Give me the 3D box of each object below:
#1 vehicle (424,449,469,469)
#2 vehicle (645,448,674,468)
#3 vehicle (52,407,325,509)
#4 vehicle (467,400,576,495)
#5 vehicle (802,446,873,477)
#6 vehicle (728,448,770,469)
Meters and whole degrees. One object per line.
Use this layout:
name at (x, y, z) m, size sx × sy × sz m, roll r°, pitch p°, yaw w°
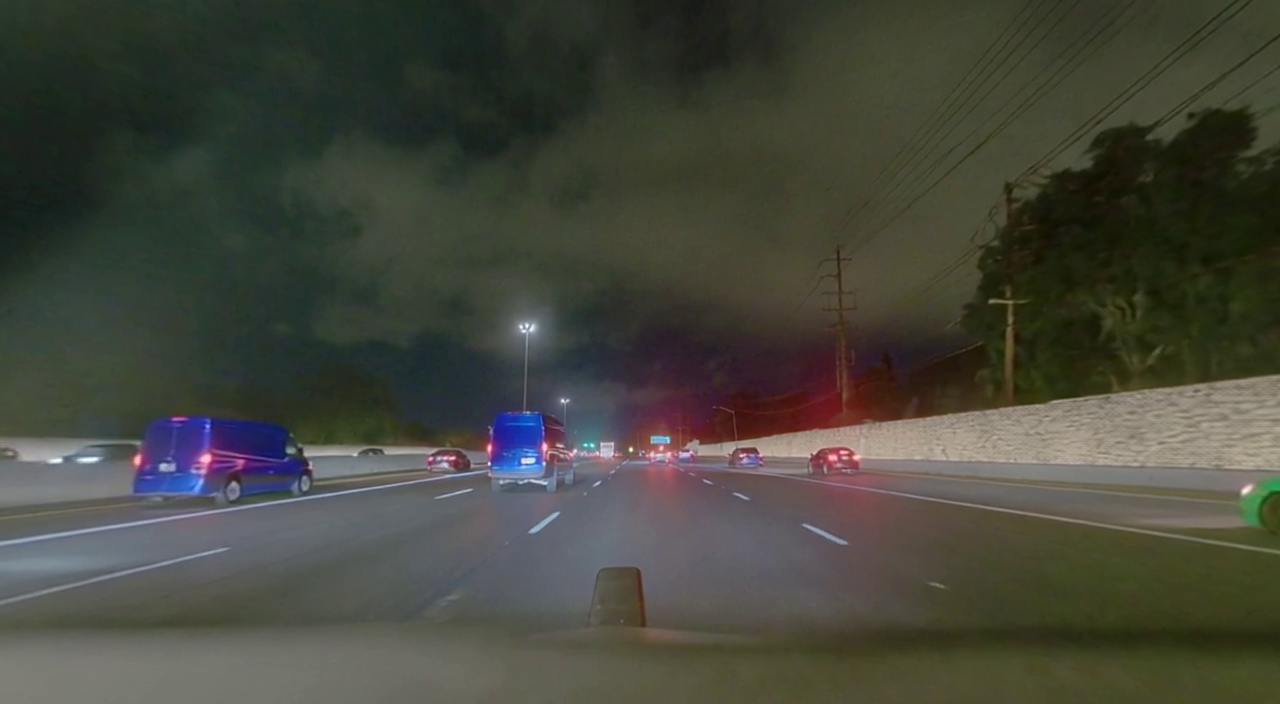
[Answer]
vehicle at (-15.072, 8.317, 49.244) m, size 1.948 × 1.479 × 4.754 m, roll 0°, pitch -9°, yaw 1°
vehicle at (1.472, 8.217, 49.108) m, size 2.084 × 1.492 × 4.137 m, roll 0°, pitch -9°, yaw -1°
vehicle at (-11.323, 2.766, 16.783) m, size 2.596 × 2.162 × 6.328 m, roll 0°, pitch -9°, yaw -1°
vehicle at (-3.658, 3.143, 20.773) m, size 2.395 × 2.660 × 5.827 m, roll 0°, pitch -9°, yaw 0°
vehicle at (10.068, 5.591, 32.471) m, size 2.052 × 1.470 × 4.364 m, roll 0°, pitch -9°, yaw -3°
vehicle at (8.308, 8.103, 48.285) m, size 2.095 × 1.504 × 4.536 m, roll 1°, pitch -9°, yaw -4°
